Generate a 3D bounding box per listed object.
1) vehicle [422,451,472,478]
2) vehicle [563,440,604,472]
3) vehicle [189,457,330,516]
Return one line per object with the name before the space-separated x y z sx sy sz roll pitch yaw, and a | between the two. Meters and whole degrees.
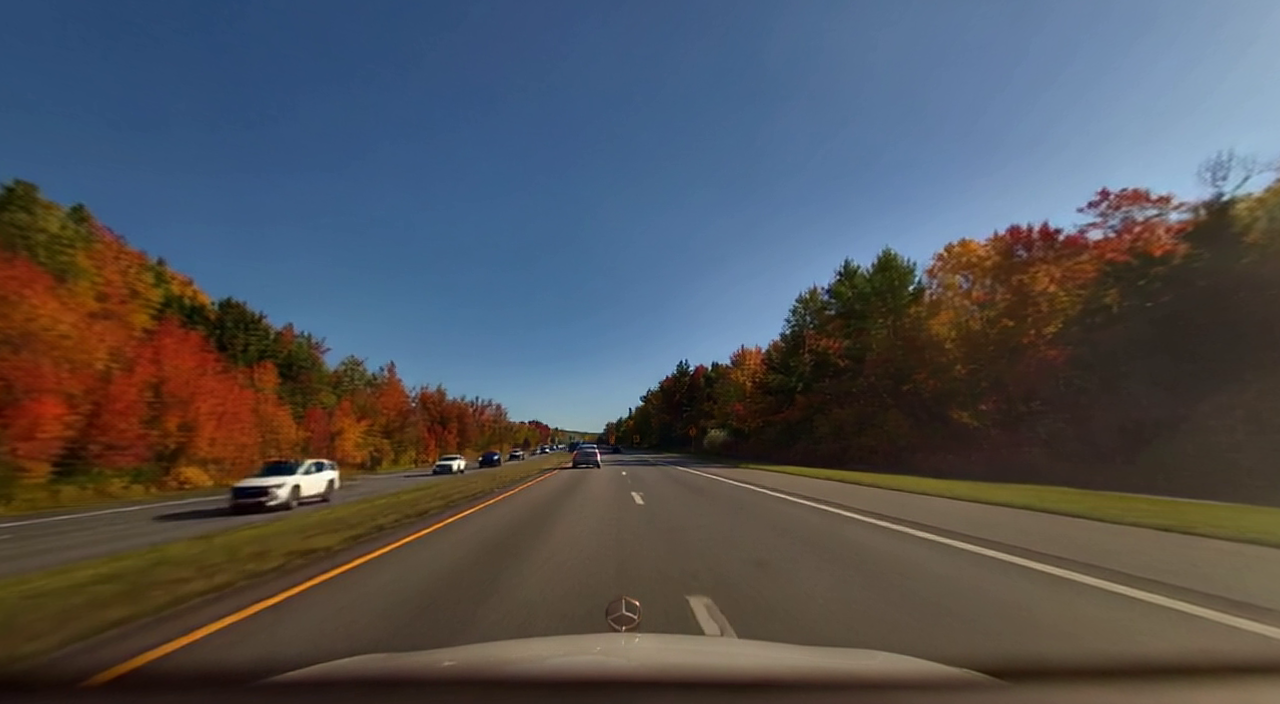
vehicle | -11.808 6.895 38.661 1.911 1.550 4.269 0 -9 -3
vehicle | -3.183 5.977 36.068 2.168 1.705 4.272 0 -9 -3
vehicle | -11.309 3.975 18.992 1.923 1.513 3.904 0 -9 -3
